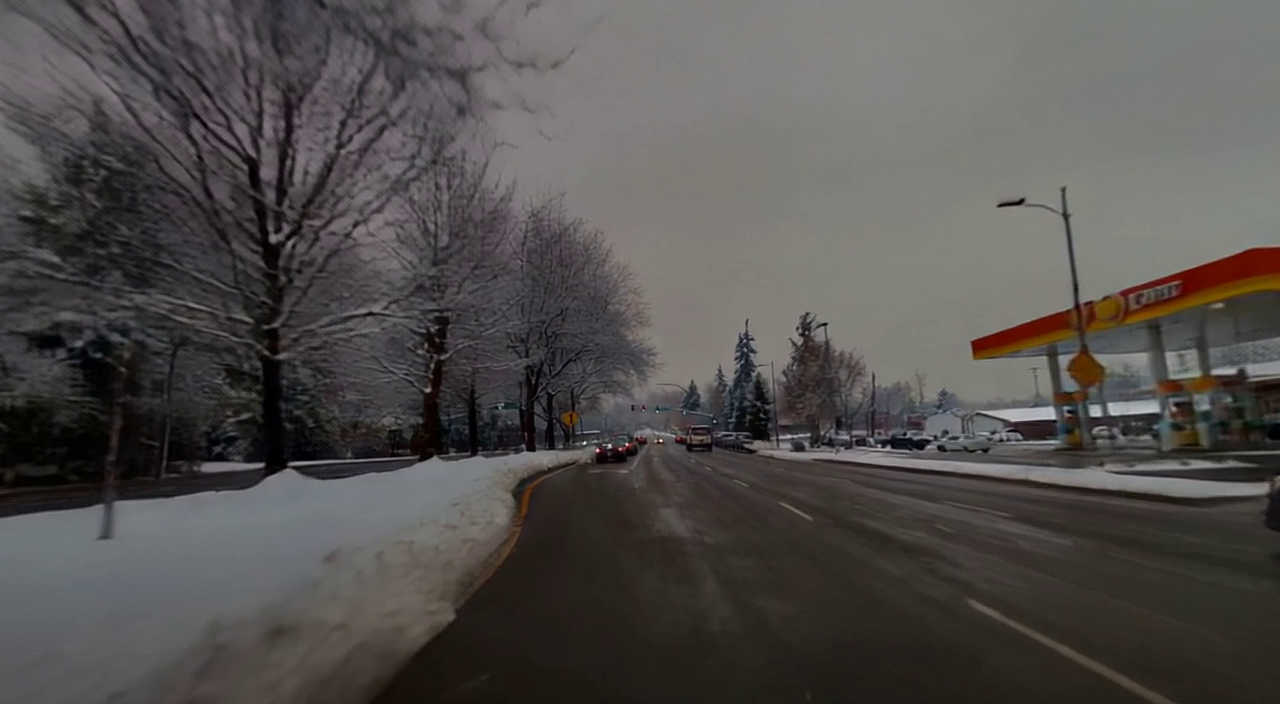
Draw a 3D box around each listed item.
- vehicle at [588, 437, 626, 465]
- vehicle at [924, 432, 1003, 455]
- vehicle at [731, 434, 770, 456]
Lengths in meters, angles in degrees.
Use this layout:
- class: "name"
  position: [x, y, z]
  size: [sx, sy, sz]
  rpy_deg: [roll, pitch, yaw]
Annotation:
- class: "vehicle"
  position: [-1.823, 5.626, 35.950]
  size: [2.032, 1.461, 4.173]
  rpy_deg: [0, -9, -1]
- class: "vehicle"
  position: [22.146, 6.294, 43.374]
  size: [1.784, 1.472, 4.532]
  rpy_deg: [4, -10, -26]
- class: "vehicle"
  position: [8.636, 7.324, 49.637]
  size: [1.991, 1.695, 4.357]
  rpy_deg: [1, -9, -4]
